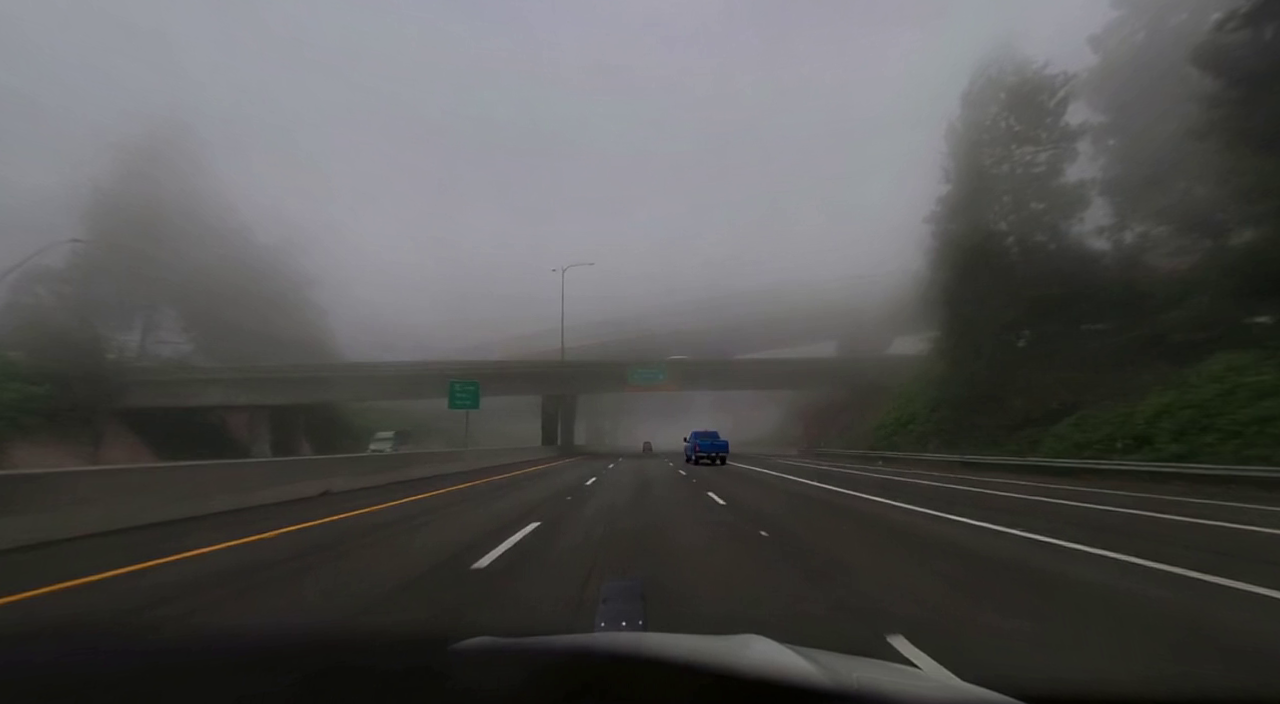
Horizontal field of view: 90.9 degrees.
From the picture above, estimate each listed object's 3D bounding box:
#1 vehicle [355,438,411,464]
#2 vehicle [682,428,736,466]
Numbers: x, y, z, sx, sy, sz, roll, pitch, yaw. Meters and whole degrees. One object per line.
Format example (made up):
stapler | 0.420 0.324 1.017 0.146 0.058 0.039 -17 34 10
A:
vehicle | -19.349 7.477 47.771 2.113 1.797 4.867 0 -8 1
vehicle | 3.938 5.597 37.161 2.505 2.020 5.532 0 -8 0
